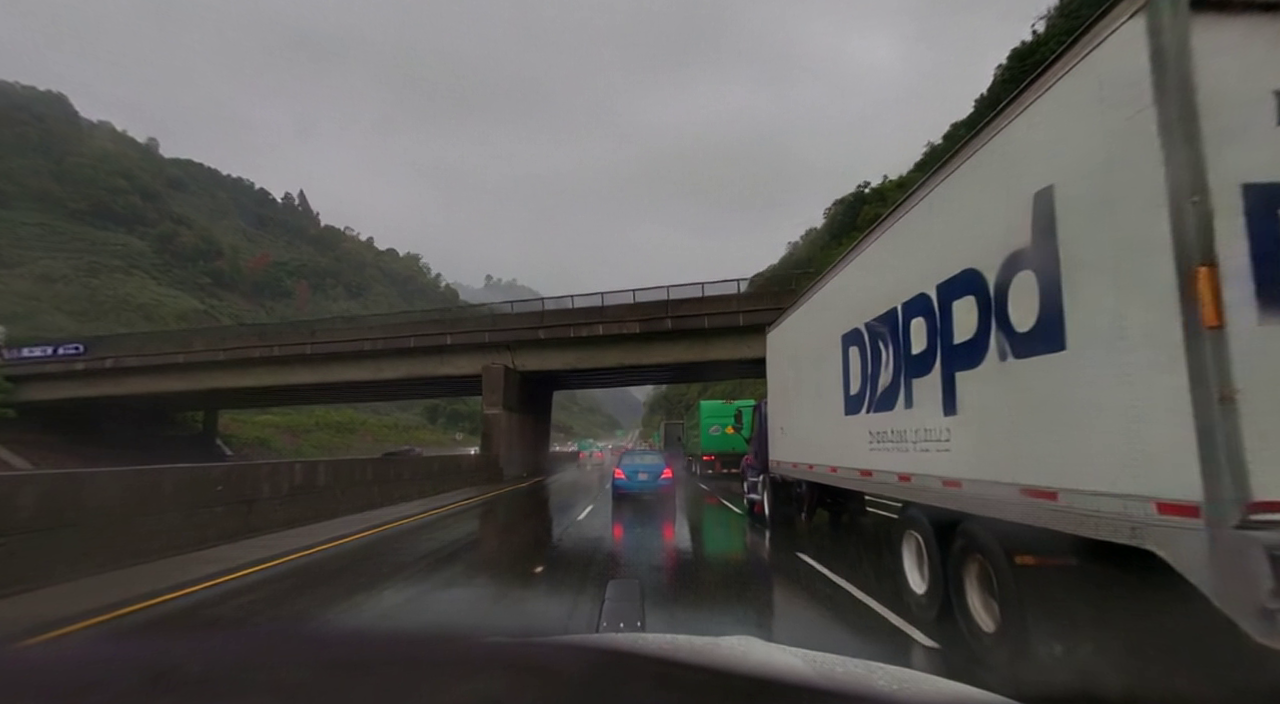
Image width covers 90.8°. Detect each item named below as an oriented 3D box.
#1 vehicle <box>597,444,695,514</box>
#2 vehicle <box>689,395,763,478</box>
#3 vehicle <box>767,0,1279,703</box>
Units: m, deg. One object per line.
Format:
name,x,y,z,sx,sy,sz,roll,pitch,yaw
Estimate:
vehicle,0.133,2.947,15.095,2.029,1.437,3.794,0,-9,0
vehicle,4.500,4.766,35.066,2.801,4.039,8.684,0,-9,0
vehicle,4.165,0.566,7.936,2.884,3.930,10.206,0,-9,0
